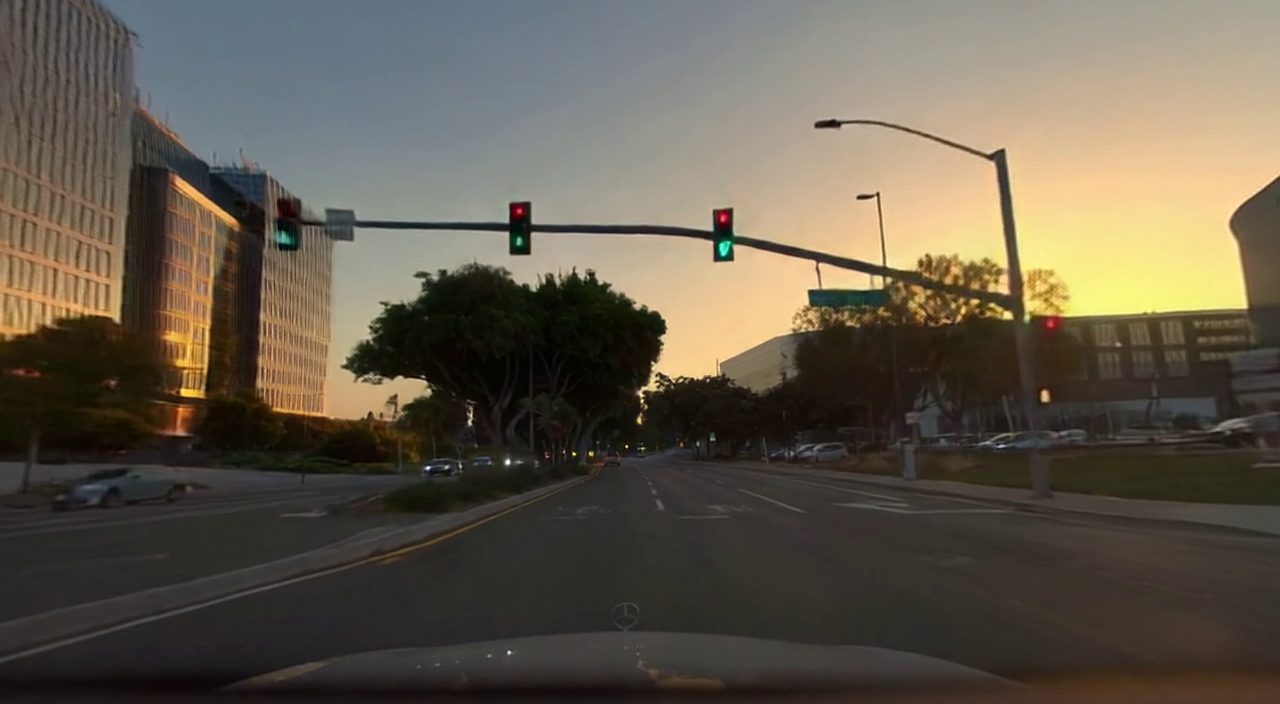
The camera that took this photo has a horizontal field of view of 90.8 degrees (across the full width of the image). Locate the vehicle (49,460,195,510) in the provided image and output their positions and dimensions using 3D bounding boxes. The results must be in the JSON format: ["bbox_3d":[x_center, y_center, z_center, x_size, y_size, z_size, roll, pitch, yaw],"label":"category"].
[{"bbox_3d":[-19.362,4.937,23.934,1.851,1.502,4.398,-3,-8,0],"label":"vehicle"}]
